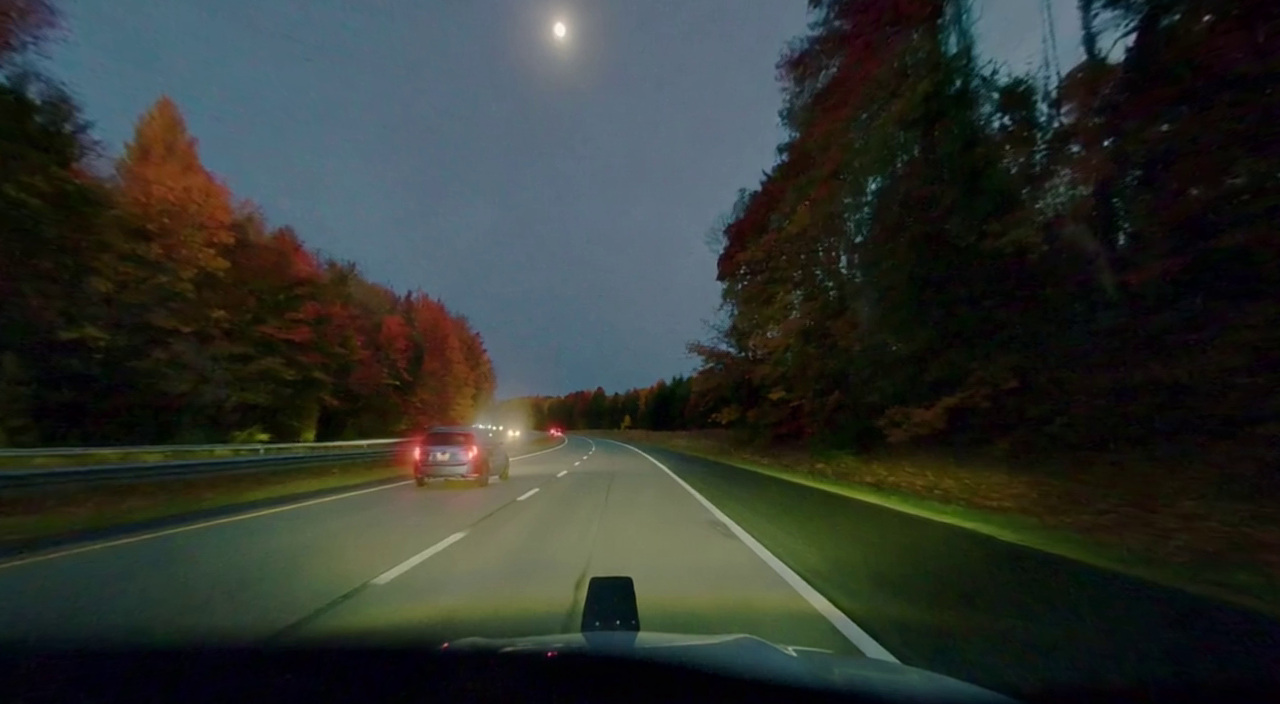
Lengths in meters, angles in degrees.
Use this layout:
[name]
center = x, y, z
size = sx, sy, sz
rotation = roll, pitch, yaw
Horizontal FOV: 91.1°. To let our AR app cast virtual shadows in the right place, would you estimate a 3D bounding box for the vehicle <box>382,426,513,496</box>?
[vehicle]
center = -4.774, 2.740, 16.355
size = 2.073, 1.559, 4.393
rotation = 0, -8, -1
